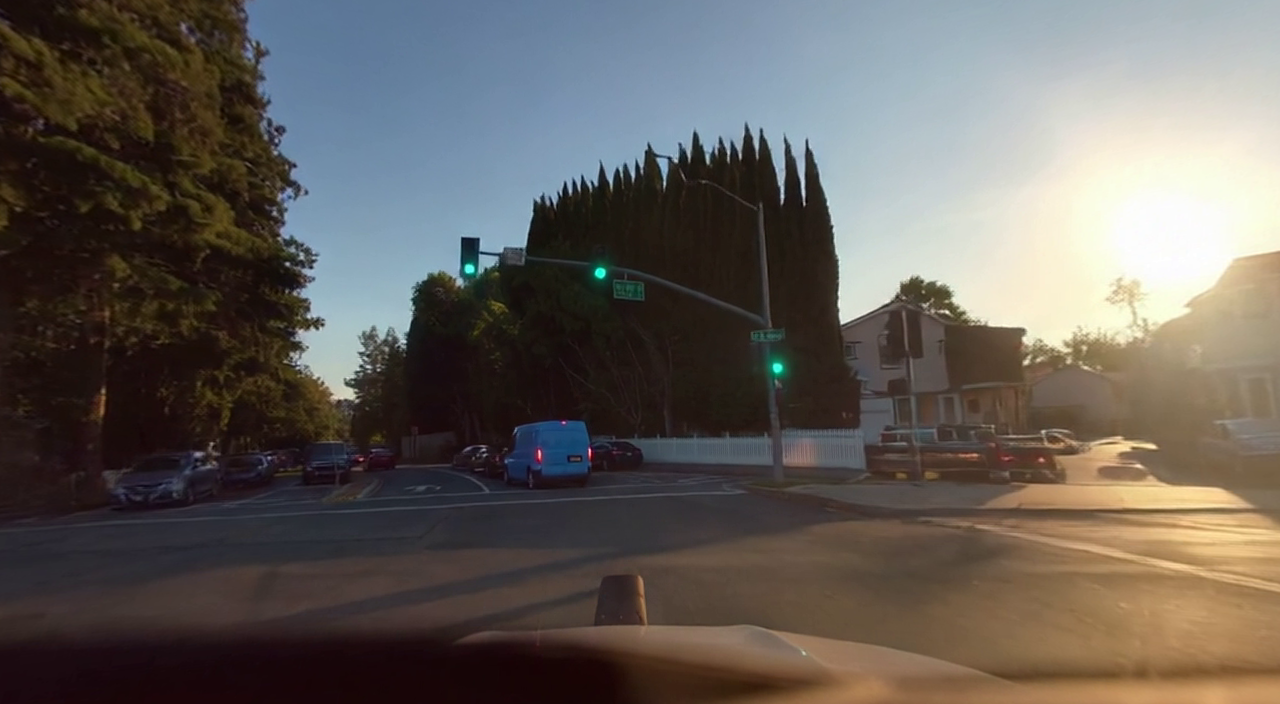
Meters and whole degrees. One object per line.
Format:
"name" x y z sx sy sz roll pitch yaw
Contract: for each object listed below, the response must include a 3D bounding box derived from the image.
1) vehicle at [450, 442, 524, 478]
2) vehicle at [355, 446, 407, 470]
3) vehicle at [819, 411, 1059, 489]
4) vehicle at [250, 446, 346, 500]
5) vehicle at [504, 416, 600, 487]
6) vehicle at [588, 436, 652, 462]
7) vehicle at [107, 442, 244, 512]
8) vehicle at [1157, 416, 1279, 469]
"vehicle" -7.028 4.847 28.662 2.008 1.445 4.386 5 -10 -31
"vehicle" -17.518 7.114 42.640 1.911 1.493 4.291 7 -11 -40
"vehicle" 8.953 2.994 19.487 2.514 2.026 6.104 8 -12 -44
"vehicle" -10.475 3.659 19.701 1.952 1.461 4.377 3 -9 -20
"vehicle" -3.167 3.402 21.848 2.213 2.124 4.809 3 -9 -21
"vehicle" -1.423 7.135 46.589 4.559 1.754 1.985 8 -12 -44
"vehicle" -13.782 3.653 19.119 2.078 1.783 4.670 3 -9 -21
"vehicle" 22.051 3.316 23.360 4.268 1.765 1.989 -7 -7 42
